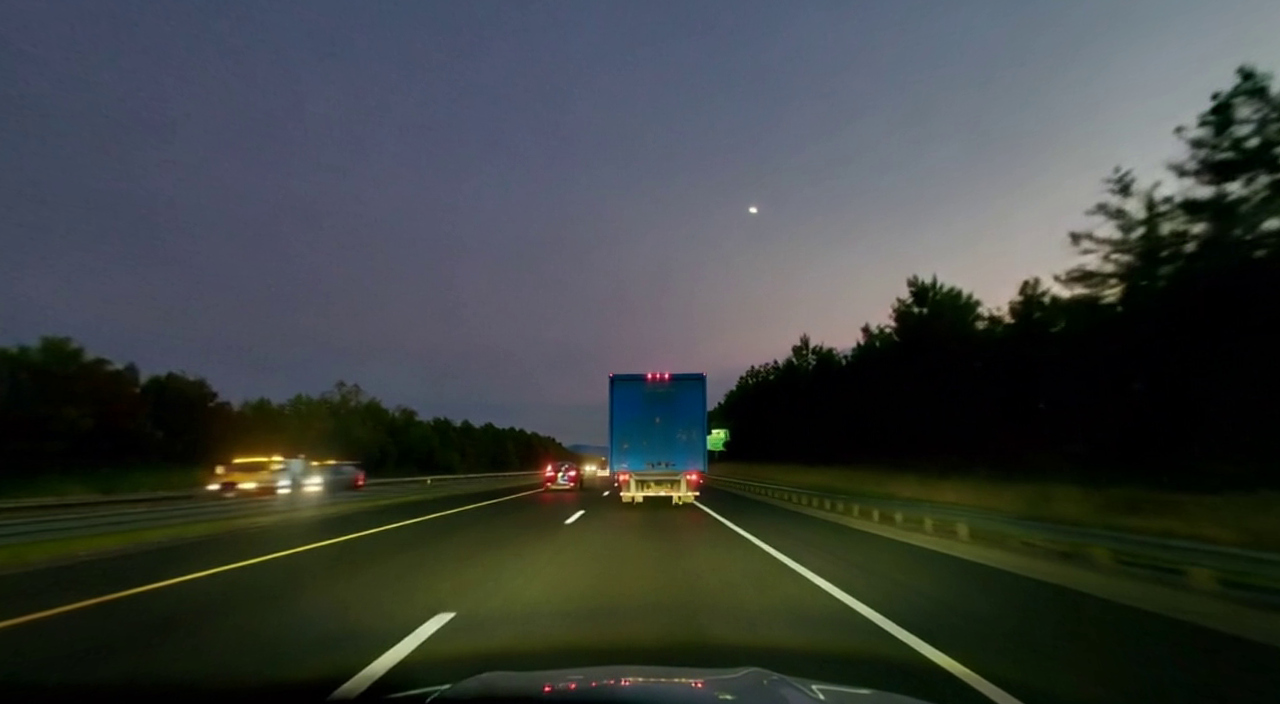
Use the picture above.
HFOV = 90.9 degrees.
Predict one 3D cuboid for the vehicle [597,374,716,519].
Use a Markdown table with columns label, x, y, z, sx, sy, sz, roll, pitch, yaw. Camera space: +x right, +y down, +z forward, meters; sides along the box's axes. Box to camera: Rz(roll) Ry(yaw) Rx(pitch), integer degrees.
| label | x | y | z | sx | sy | sz | roll | pitch | yaw |
| --- | --- | --- | --- | --- | --- | --- | --- | --- | --- |
| vehicle | 0.384 | 3.263 | 20.921 | 3.008 | 3.678 | 9.512 | 1 | -10 | 0 |

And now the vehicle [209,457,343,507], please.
| label | x | y | z | sx | sy | sz | roll | pitch | yaw |
| --- | --- | --- | --- | --- | --- | --- | --- | --- | --- |
| vehicle | -12.757 | 4.583 | 22.503 | 1.949 | 1.533 | 4.662 | 1 | -10 | 0 |

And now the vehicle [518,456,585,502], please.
| label | x | y | z | sx | sy | sz | roll | pitch | yaw |
| --- | --- | --- | --- | --- | --- | --- | --- | --- | --- |
| vehicle | -3.491 | 5.168 | 25.866 | 2.076 | 1.691 | 4.555 | 1 | -10 | 0 |
